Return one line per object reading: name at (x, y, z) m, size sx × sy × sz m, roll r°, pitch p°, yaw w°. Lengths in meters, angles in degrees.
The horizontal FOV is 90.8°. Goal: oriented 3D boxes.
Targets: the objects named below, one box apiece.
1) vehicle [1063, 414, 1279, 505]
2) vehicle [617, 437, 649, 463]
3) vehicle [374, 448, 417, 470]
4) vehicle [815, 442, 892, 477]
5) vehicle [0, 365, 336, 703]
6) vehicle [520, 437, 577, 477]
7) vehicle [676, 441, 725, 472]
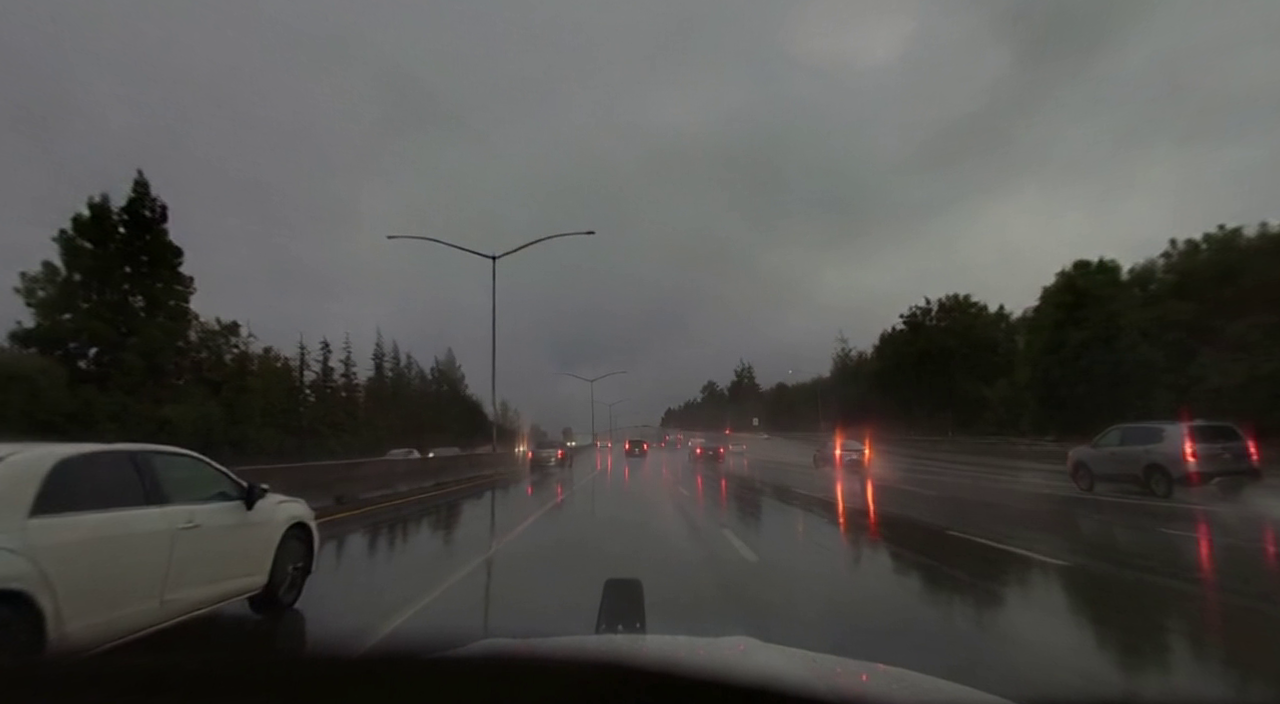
vehicle at (12.908, 2.517, 15.141) m, size 2.076 × 1.799 × 4.871 m, roll 0°, pitch -8°, yaw -1°
vehicle at (-0.516, 7.119, 46.023) m, size 2.192 × 1.813 × 4.864 m, roll 0°, pitch -8°, yaw -1°
vehicle at (-16.597, 7.236, 42.968) m, size 1.533 × 1.384 × 3.386 m, roll 0°, pitch -8°, yaw 0°
vehicle at (9.366, 4.736, 28.063) m, size 1.910 × 1.384 × 3.867 m, roll 1°, pitch -8°, yaw -3°
vehicle at (-3.612, 0.974, 3.078) m, size 2.119 × 1.654 × 4.353 m, roll 0°, pitch -8°, yaw -1°
vehicle at (-4.046, 4.729, 28.663) m, size 1.992 × 1.651 × 4.185 m, roll 0°, pitch -8°, yaw -1°
vehicle at (3.057, 5.375, 32.823) m, size 2.007 × 1.469 × 4.337 m, roll 0°, pitch -8°, yaw -2°
